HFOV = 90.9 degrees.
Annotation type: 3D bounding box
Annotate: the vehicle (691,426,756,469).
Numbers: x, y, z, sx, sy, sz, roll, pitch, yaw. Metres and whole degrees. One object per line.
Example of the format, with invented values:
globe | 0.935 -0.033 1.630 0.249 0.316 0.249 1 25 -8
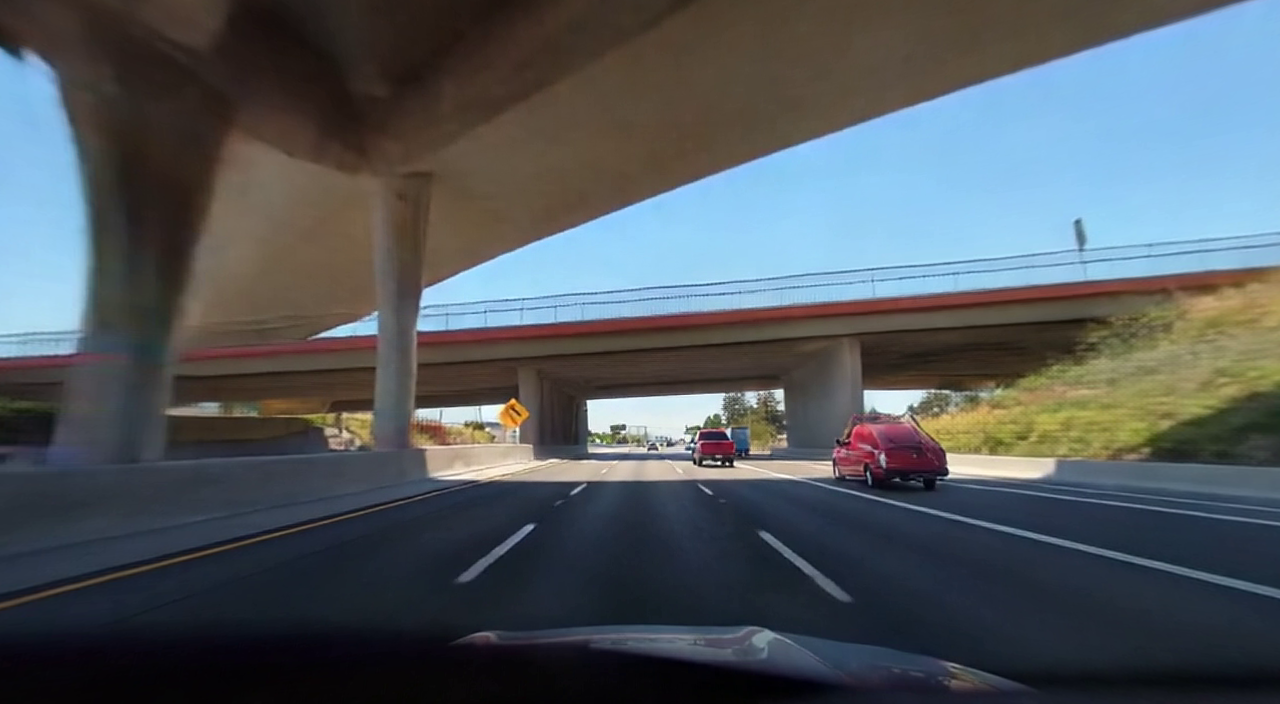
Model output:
vehicle | 4.188 4.965 32.733 2.505 2.020 5.532 0 -8 -1
